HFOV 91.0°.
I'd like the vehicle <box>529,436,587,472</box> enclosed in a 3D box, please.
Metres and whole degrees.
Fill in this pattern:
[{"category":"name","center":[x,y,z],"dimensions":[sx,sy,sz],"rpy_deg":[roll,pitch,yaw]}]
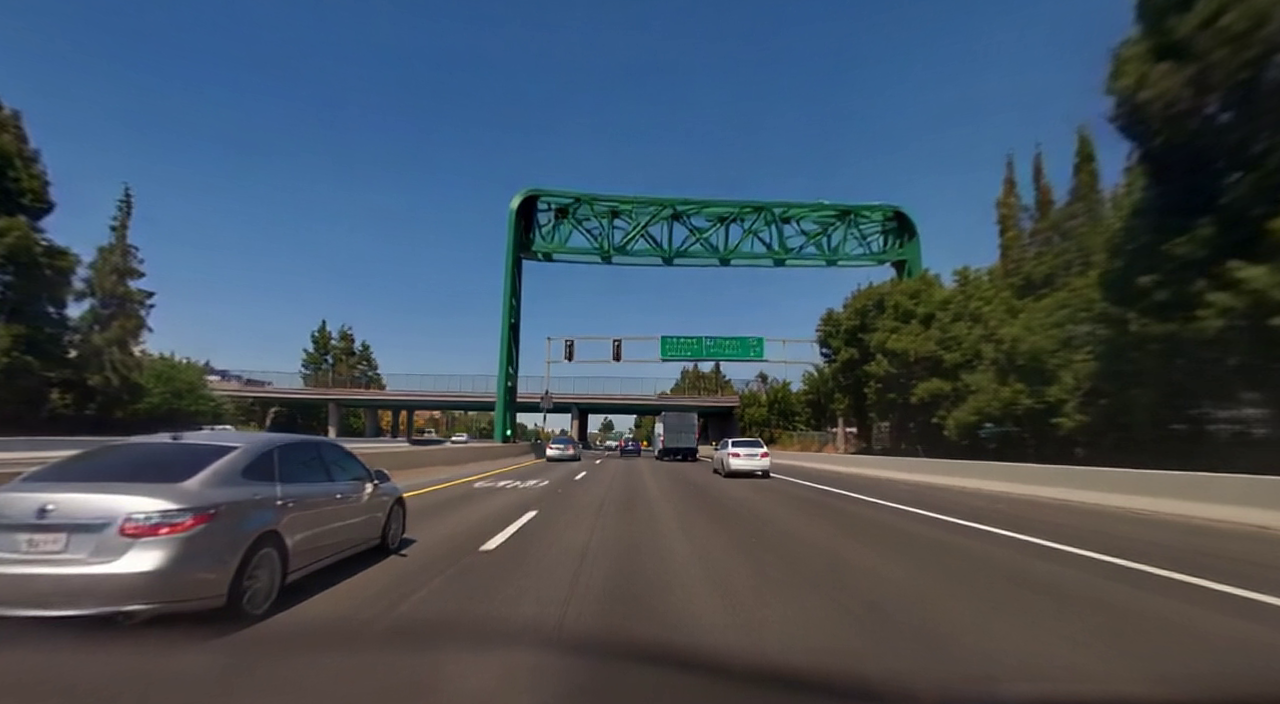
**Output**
[{"category":"vehicle","center":[-3.581,4.537,28.308],"dimensions":[2.064,1.479,4.370],"rpy_deg":[0,-8,-1]}]

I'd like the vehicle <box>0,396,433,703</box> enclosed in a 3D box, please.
[{"category":"vehicle","center":[-3.512,1.276,5.164],"dimensions":[2.122,1.486,4.532],"rpy_deg":[0,-8,0]}]

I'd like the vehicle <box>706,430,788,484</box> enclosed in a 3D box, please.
[{"category":"vehicle","center":[3.552,3.562,21.626],"dimensions":[2.001,1.625,4.088],"rpy_deg":[0,-8,-1]}]
